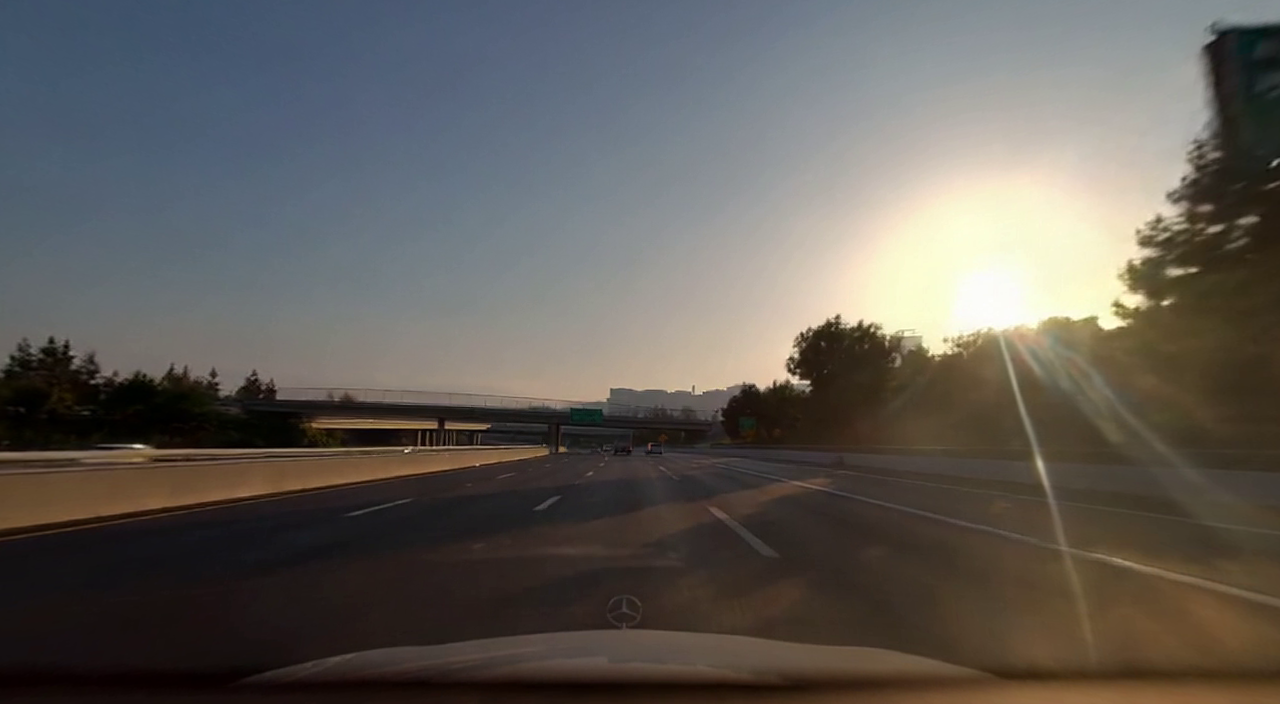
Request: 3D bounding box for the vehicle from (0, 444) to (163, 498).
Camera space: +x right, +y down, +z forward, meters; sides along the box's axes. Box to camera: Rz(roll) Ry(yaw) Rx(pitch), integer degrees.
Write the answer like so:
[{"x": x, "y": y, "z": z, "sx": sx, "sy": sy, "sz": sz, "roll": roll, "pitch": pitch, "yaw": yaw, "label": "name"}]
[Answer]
[{"x": -18.010, "y": 3.705, "z": 20.047, "sx": 1.889, "sy": 1.474, "sz": 4.727, "roll": 0, "pitch": -8, "yaw": -1, "label": "vehicle"}]
